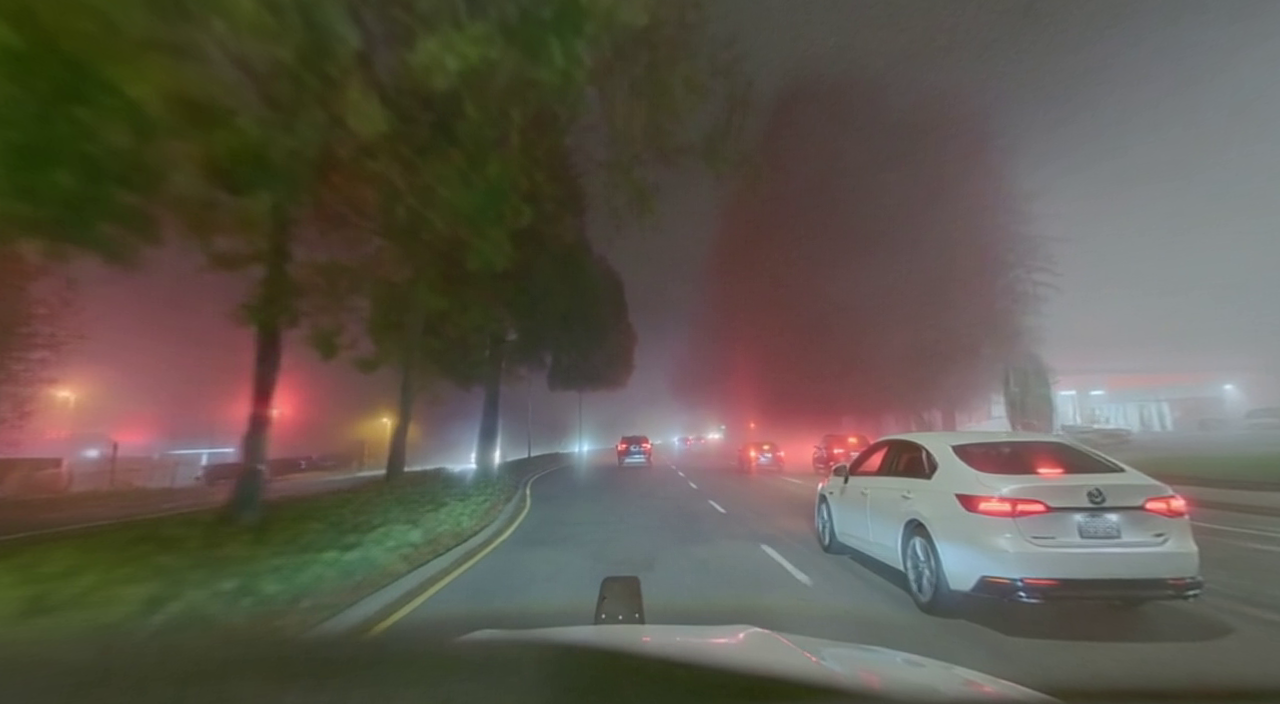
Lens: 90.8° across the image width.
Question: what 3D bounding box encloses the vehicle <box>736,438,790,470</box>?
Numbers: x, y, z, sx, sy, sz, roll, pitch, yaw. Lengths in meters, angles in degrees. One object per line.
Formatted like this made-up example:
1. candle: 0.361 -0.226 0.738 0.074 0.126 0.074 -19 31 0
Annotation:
1. vehicle: 6.149 5.142 31.996 1.883 1.452 4.258 0 -8 0

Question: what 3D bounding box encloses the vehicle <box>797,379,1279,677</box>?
1. vehicle: 3.125 1.313 5.856 2.153 1.658 4.485 0 -8 0

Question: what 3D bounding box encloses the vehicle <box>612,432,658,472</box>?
1. vehicle: -0.246 4.878 31.041 2.106 1.798 4.168 0 -8 0

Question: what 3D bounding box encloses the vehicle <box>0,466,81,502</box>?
1. vehicle: -29.969 6.433 30.586 4.040 1.444 1.905 -4 -8 -1

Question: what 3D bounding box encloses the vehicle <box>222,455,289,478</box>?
1. vehicle: -30.287 9.009 49.862 4.058 1.535 1.826 -2 -8 -1

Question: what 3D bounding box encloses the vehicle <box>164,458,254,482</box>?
1. vehicle: -29.988 8.229 44.049 4.689 1.535 2.042 0 -8 -1
